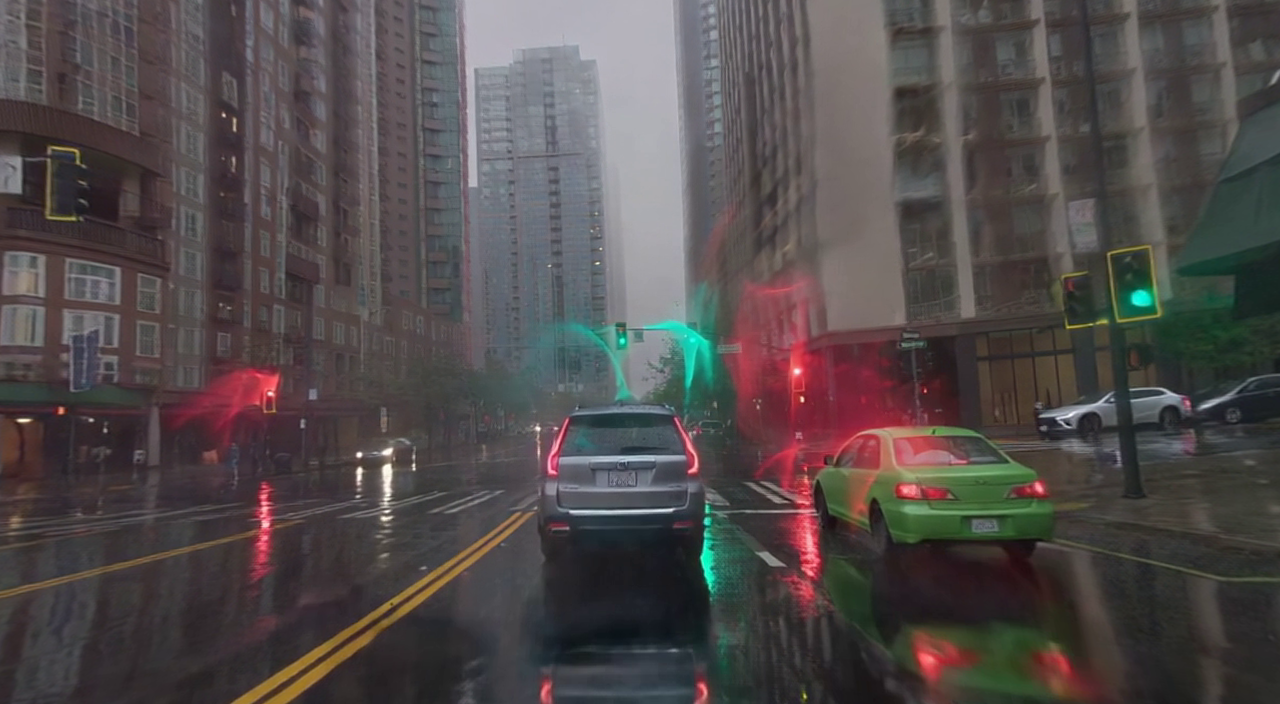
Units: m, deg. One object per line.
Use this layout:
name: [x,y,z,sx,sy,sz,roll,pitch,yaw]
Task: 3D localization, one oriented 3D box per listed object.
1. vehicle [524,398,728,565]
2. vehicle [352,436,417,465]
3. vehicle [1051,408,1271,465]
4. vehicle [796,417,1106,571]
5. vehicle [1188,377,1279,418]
vehicle: [-0.132,1.699,8.906,2.168,1.776,4.135,0,-8,1]
vehicle: [-16.322,6.328,40.671,2.132,1.710,4.504,0,-8,2]
vehicle: [14.282,2.365,17.555,4.354,1.466,1.863,0,-8,2]
vehicle: [3.693,1.773,8.680,1.987,1.538,4.510,0,-8,0]
vehicle: [26.578,1.989,27.168,4.287,1.639,1.729,0,-8,1]
